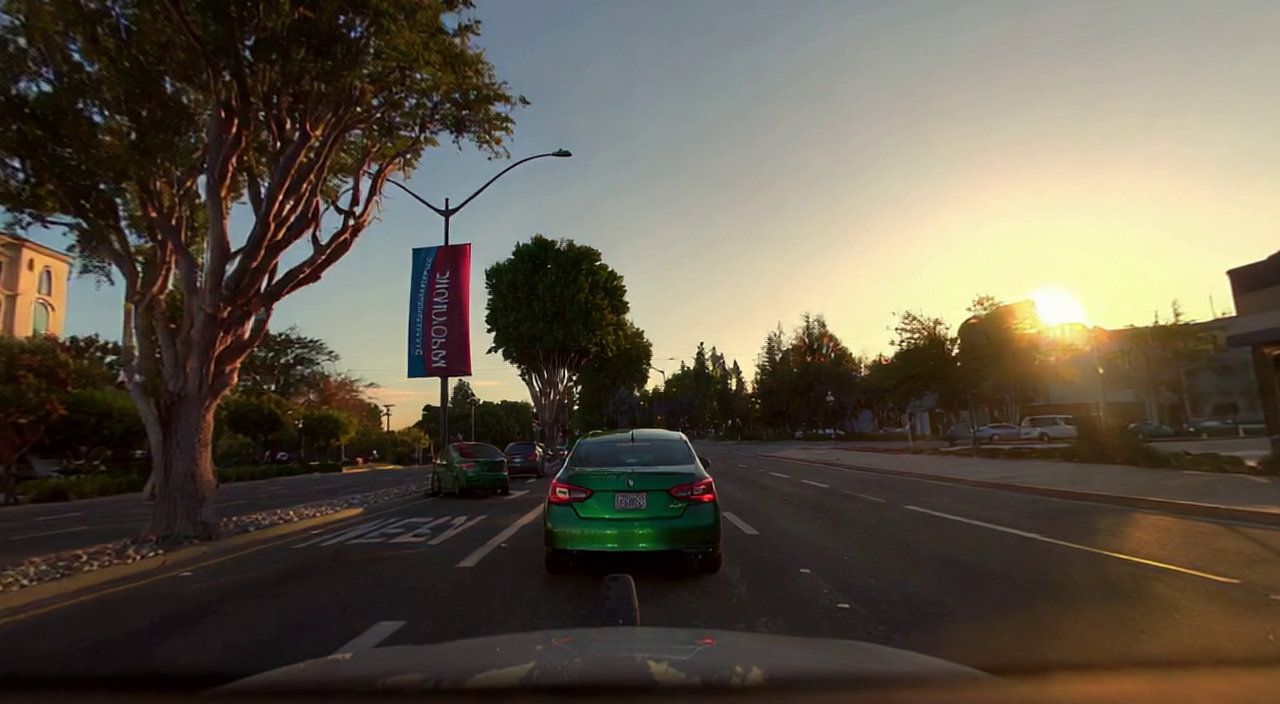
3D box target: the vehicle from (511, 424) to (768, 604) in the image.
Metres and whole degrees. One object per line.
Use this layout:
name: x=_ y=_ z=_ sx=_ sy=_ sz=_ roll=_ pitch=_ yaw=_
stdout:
vehicle: x=-0.062 y=1.641 z=7.304 sx=2.126 sy=1.475 sz=3.967 roll=0 pitch=-8 yaw=-2

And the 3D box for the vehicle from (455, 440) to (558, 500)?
vehicle: x=-3.512 y=3.187 z=17.515 sx=1.952 sy=1.431 sz=4.383 roll=0 pitch=-8 yaw=-1
